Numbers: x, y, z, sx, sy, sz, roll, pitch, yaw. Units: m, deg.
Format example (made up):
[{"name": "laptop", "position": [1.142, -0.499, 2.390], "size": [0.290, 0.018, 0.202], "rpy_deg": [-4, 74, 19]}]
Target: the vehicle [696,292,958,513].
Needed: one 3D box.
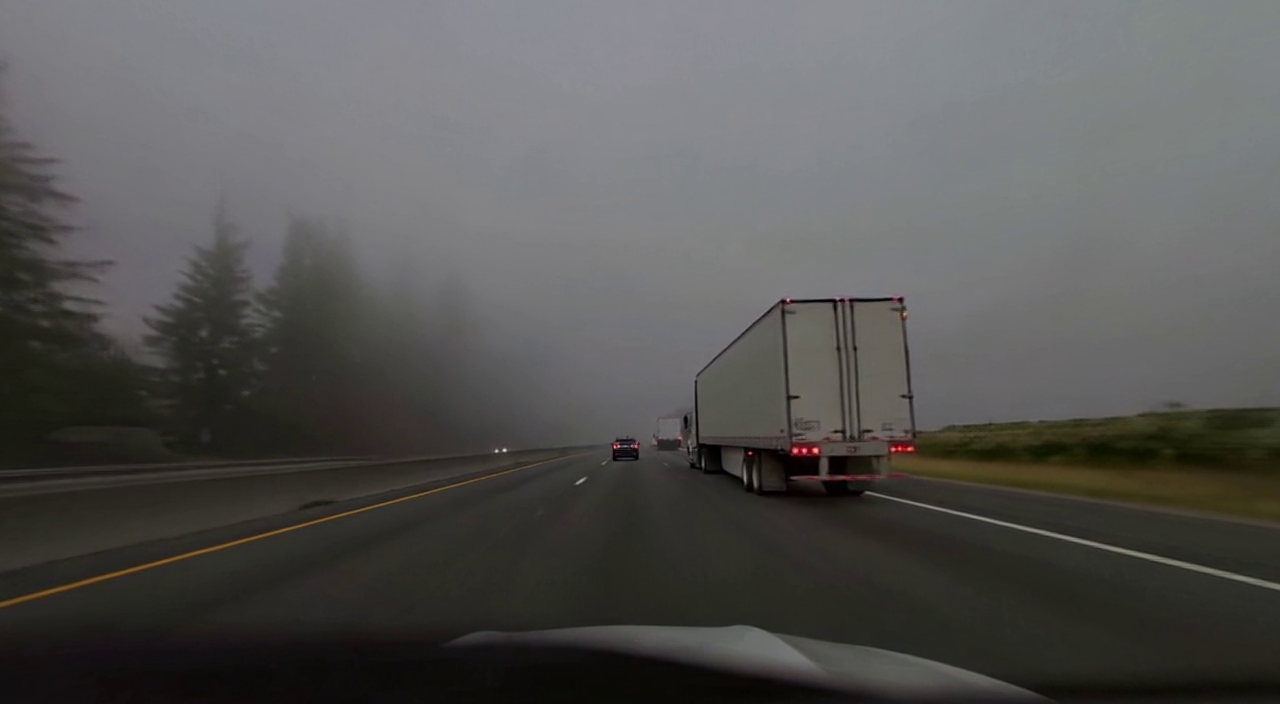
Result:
[{"name": "vehicle", "position": [4.084, 1.912, 18.935], "size": [3.005, 4.121, 14.417], "rpy_deg": [0, -8, -2]}]

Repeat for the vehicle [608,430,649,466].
[{"name": "vehicle", "position": [-0.675, 5.496, 36.141], "size": [2.211, 1.933, 4.315], "rpy_deg": [0, -8, -1]}]
